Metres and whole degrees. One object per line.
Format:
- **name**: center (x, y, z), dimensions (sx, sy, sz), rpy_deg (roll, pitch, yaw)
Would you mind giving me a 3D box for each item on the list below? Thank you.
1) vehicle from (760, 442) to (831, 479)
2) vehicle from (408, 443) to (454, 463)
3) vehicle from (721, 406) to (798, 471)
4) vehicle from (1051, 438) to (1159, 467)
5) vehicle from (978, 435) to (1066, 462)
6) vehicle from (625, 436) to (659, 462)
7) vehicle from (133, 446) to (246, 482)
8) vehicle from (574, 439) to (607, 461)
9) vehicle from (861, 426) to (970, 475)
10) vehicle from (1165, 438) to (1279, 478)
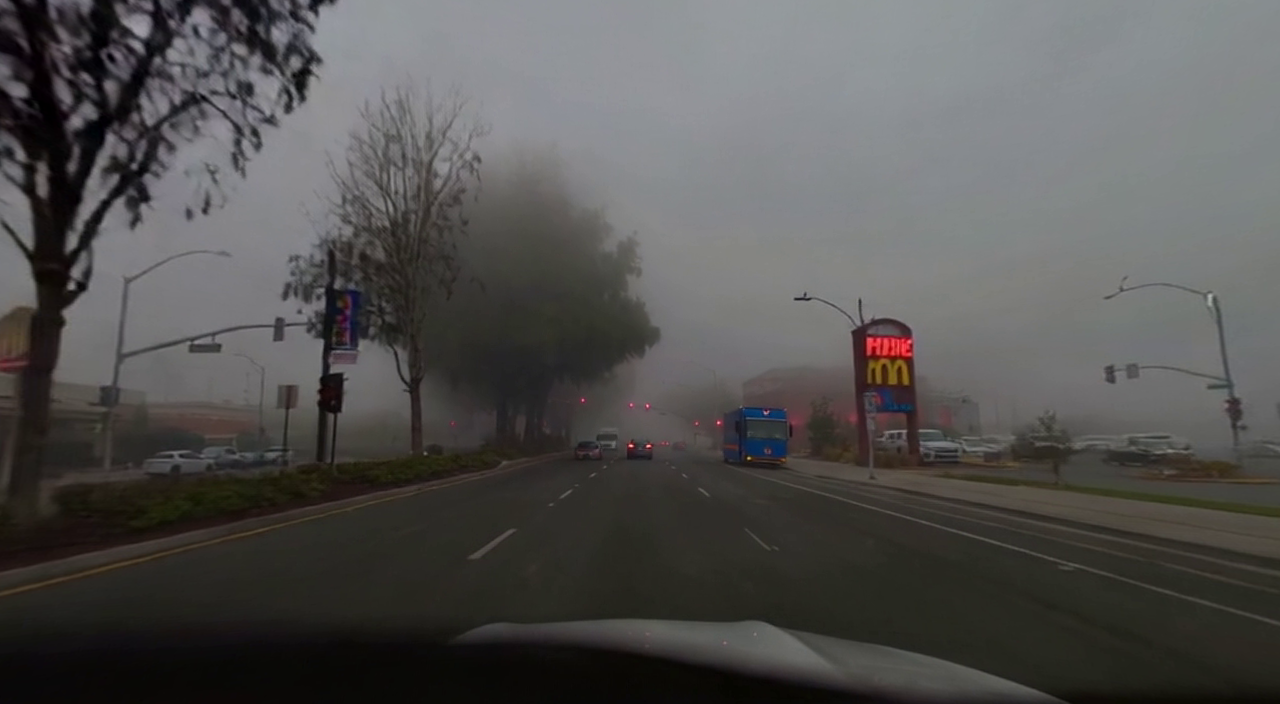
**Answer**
- **vehicle**: center (6.697, 4.724, 27.700), dimensions (1.980, 1.473, 4.537), rpy_deg (0, -9, 0)
- **vehicle**: center (-15.592, 7.557, 47.271), dimensions (1.836, 1.464, 4.440), rpy_deg (-1, -9, 2)
- **vehicle**: center (6.759, 5.123, 37.005), dimensions (2.891, 3.361, 7.843), rpy_deg (0, -9, 0)
- **vehicle**: center (26.026, 5.654, 35.501), dimensions (4.545, 1.571, 1.769), rpy_deg (-5, -10, 25)
- **vehicle**: center (29.410, 7.491, 48.752), dimensions (5.568, 1.930, 2.081), rpy_deg (-5, -10, 29)
- **vehicle**: center (0.165, 6.717, 43.593), dimensions (2.209, 1.718, 4.008), rpy_deg (-1, -9, 1)
- **vehicle**: center (-22.796, 5.664, 32.214), dimensions (1.936, 1.654, 4.857), rpy_deg (-1, -9, 4)
- **vehicle**: center (-3.540, 7.120, 45.941), dimensions (2.008, 1.500, 4.369), rpy_deg (-1, -9, 1)
- **vehicle**: center (13.694, 4.870, 31.222), dimensions (5.354, 2.214, 2.504), rpy_deg (6, -11, -37)
- **vehicle**: center (23.947, 4.156, 24.832), dimensions (4.744, 1.481, 1.855), rpy_deg (-6, -10, 34)
